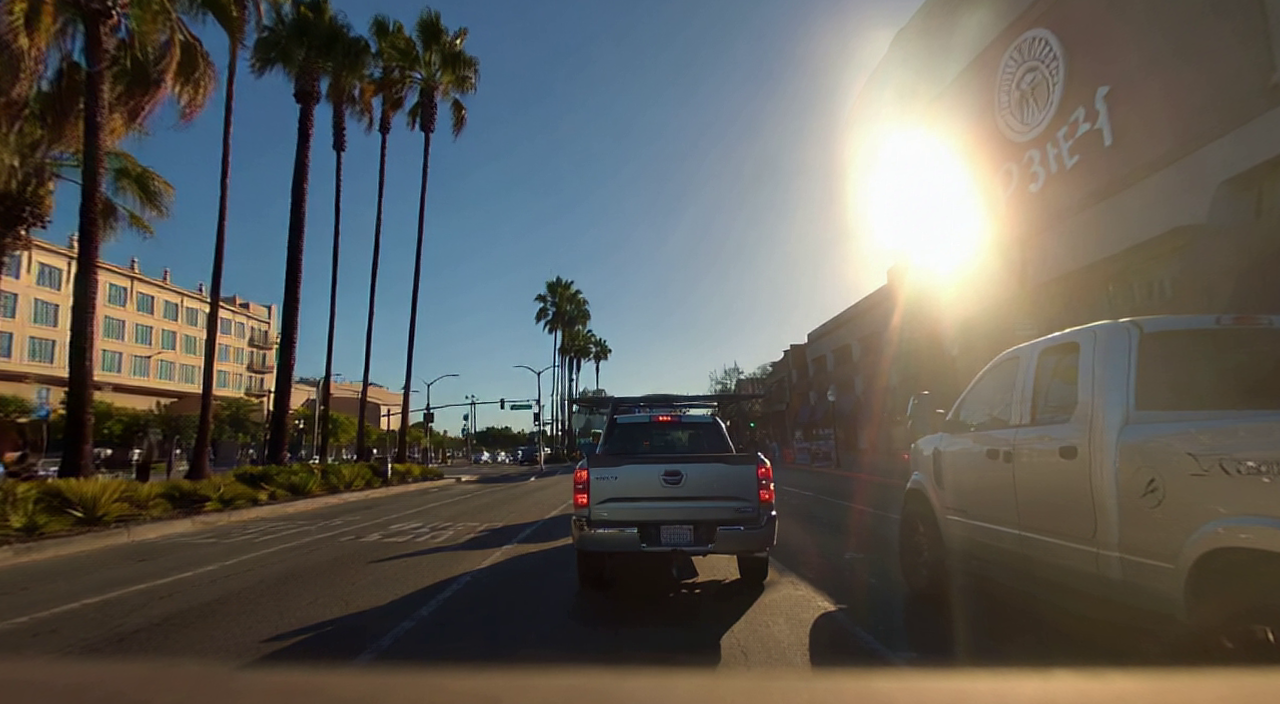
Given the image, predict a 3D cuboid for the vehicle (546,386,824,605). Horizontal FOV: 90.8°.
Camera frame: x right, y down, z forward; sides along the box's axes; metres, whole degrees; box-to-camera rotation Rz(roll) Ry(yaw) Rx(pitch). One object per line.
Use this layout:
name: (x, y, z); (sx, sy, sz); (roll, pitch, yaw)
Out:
vehicle: (0.408, 1.590, 7.984); (2.311, 1.819, 5.255); (0, -8, 1)

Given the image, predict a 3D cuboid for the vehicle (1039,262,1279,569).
vehicle: (7.913, 0.892, 8.615); (2.666, 3.345, 3.622); (-1, -9, 8)
